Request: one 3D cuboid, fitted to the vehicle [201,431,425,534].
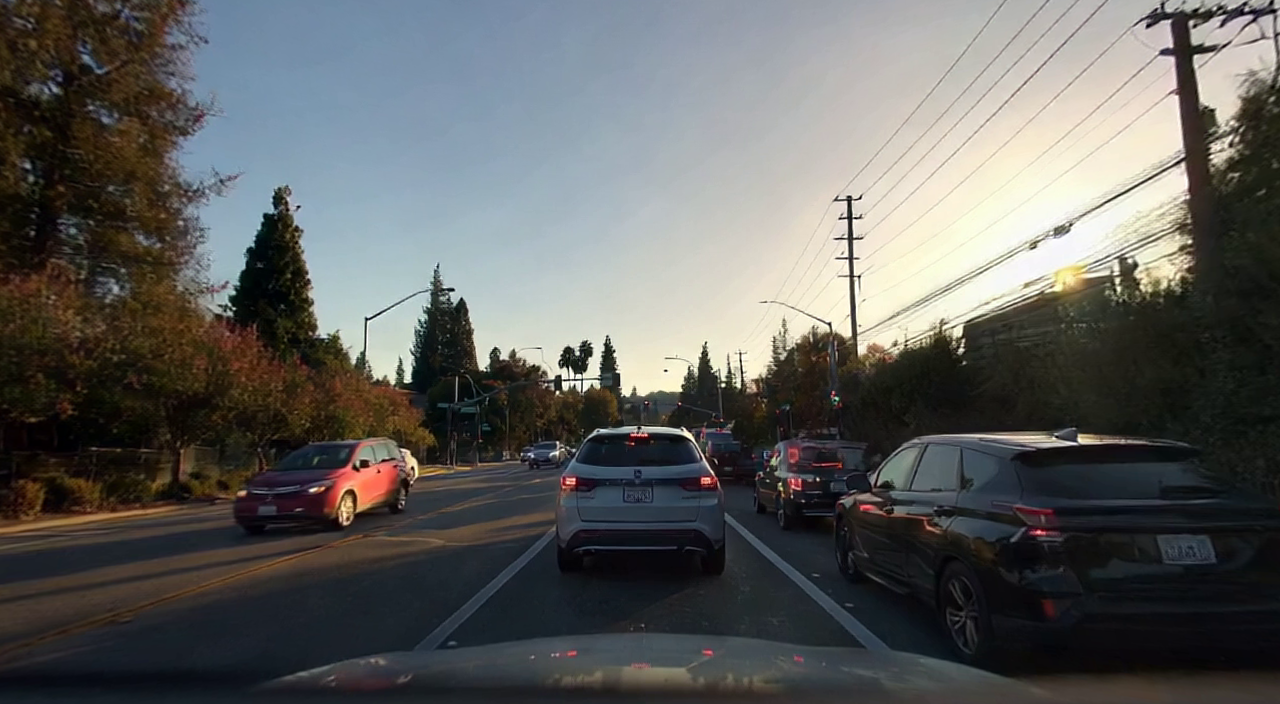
[{"bbox_3d":[-6.363,2.563,13.064,2.225,1.713,4.514,0,-8,0],"label":"vehicle"}]

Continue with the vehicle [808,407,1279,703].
[{"bbox_3d":[2.899,1.313,4.991,1.950,1.487,4.275,0,-8,0],"label":"vehicle"}]

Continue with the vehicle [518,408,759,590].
[{"bbox_3d":[0.002,1.656,7.907,2.200,1.653,4.127,0,-8,1],"label":"vehicle"}]
